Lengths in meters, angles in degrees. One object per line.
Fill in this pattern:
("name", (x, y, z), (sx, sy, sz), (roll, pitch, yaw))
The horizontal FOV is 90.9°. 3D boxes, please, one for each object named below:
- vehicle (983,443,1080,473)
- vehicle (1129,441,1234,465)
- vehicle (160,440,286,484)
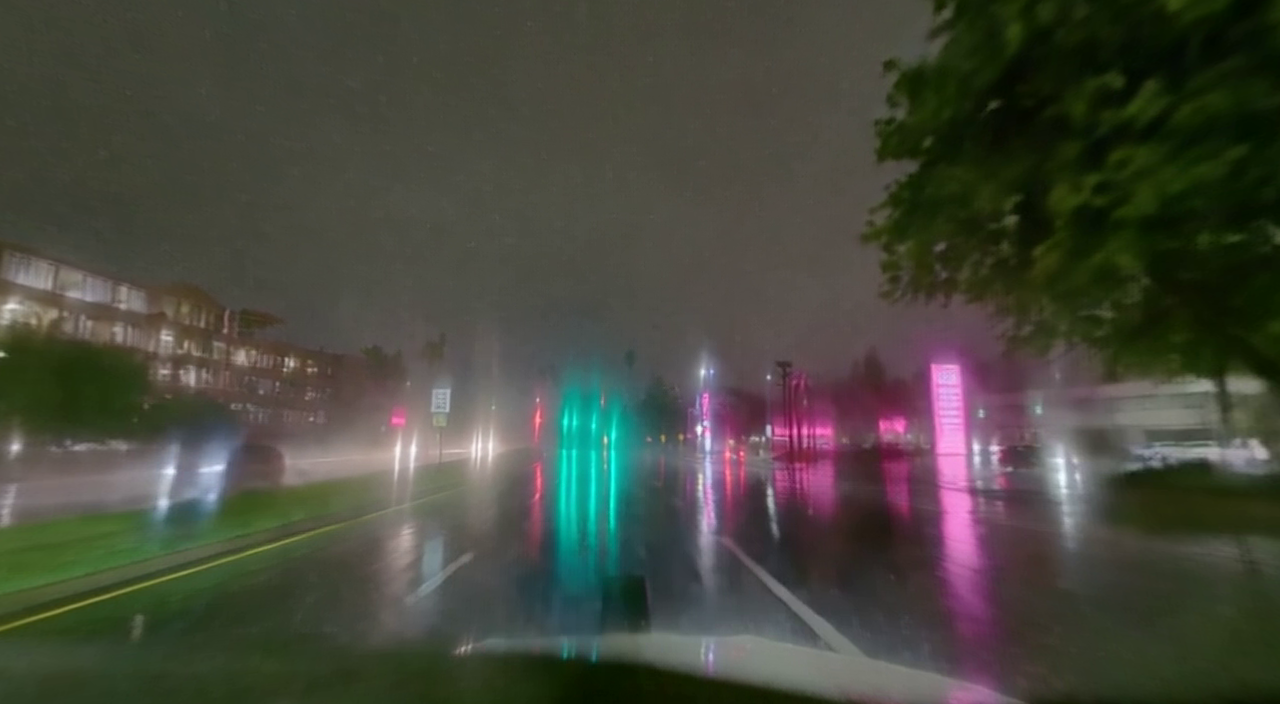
("vehicle", (18.795, 5.089, 30.352), (3.492, 1.379, 1.734), (0, -9, -4))
("vehicle", (33.345, 6.209, 38.912), (4.490, 1.425, 2.022), (-1, -9, 3))
("vehicle", (-15.760, 4.164, 24.136), (1.996, 1.513, 4.278), (0, -8, -2))
